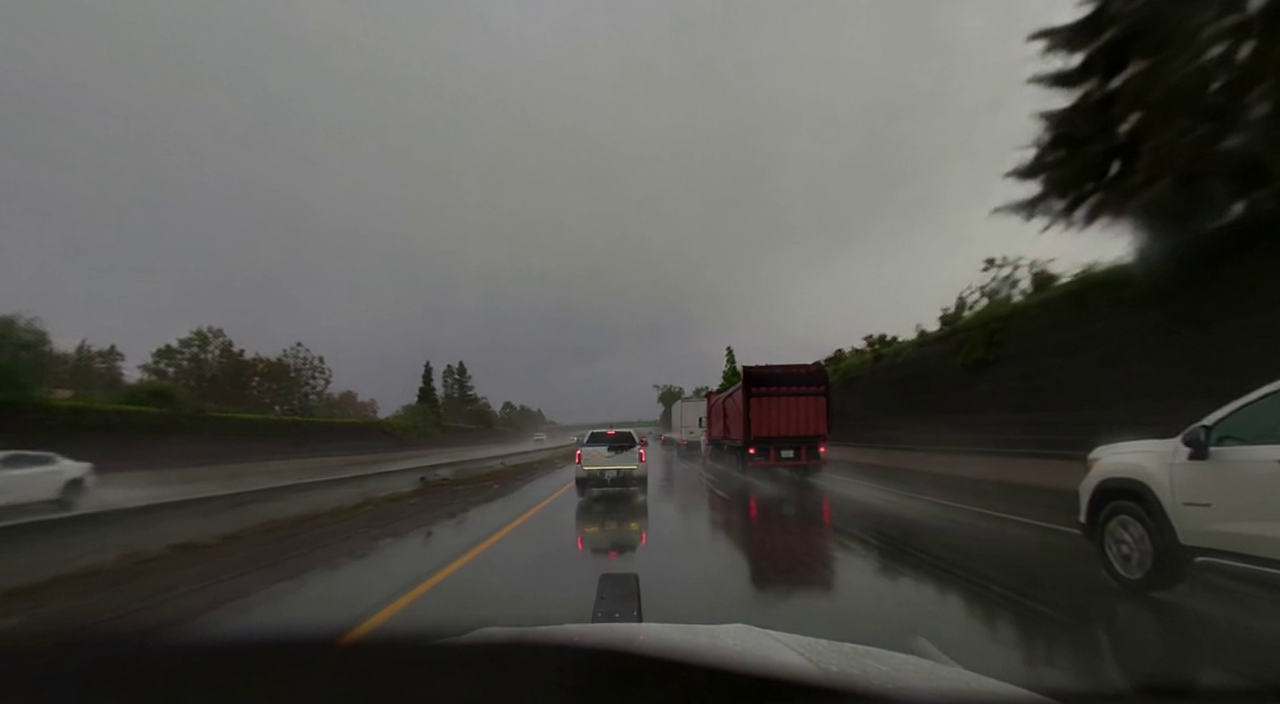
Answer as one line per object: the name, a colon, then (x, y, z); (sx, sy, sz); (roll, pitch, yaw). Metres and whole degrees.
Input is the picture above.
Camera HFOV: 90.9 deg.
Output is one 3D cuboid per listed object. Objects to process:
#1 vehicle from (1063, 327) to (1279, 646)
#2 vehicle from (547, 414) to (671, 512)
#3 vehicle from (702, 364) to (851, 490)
vehicle: (4.856, 0.794, 3.698); (2.011, 1.905, 3.905); (0, -8, 1)
vehicle: (-0.547, 2.133, 12.660); (2.082, 1.638, 4.055); (0, -8, -1)
vehicle: (3.708, 2.353, 19.498); (2.723, 3.027, 8.478); (0, -7, 0)
